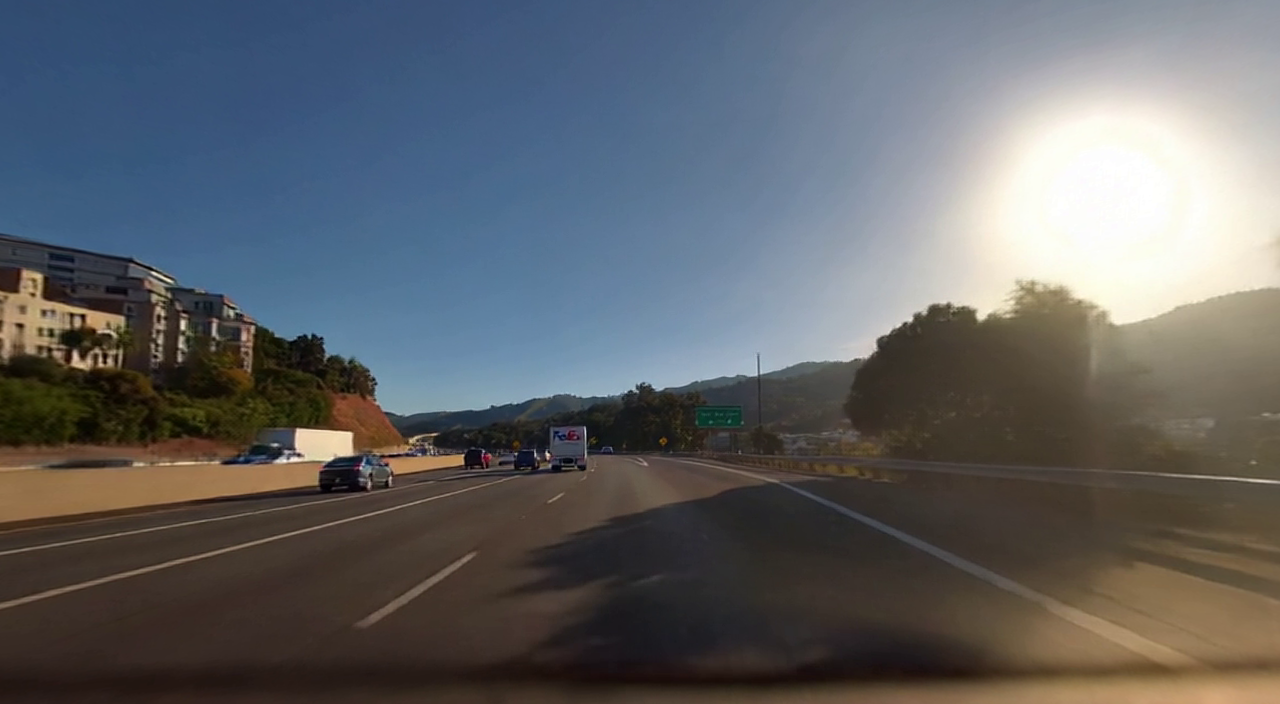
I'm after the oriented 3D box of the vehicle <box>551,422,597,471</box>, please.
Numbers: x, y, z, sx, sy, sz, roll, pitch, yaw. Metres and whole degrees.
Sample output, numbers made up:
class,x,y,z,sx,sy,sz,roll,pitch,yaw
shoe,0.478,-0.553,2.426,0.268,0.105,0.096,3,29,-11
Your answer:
class,x,y,z,sx,sy,sz,roll,pitch,yaw
vehicle,-4.793,7.038,46.883,2.798,3.212,7.573,2,-8,-2

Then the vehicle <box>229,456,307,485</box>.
class,x,y,z,sx,sy,sz,roll,pitch,yaw
vehicle,-21.443,6.818,36.601,1.813,1.448,4.578,0,-8,-1

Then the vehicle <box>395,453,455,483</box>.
class,x,y,z,sx,sy,sz,roll,pitch,yaw
vehicle,-11.922,6.434,35.252,1.879,1.431,4.425,0,-8,-1

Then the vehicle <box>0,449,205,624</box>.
class,x,y,z,sx,sy,sz,roll,pitch,yaw
vehicle,-7.747,2.015,7.153,2.294,1.710,4.436,1,-8,2
